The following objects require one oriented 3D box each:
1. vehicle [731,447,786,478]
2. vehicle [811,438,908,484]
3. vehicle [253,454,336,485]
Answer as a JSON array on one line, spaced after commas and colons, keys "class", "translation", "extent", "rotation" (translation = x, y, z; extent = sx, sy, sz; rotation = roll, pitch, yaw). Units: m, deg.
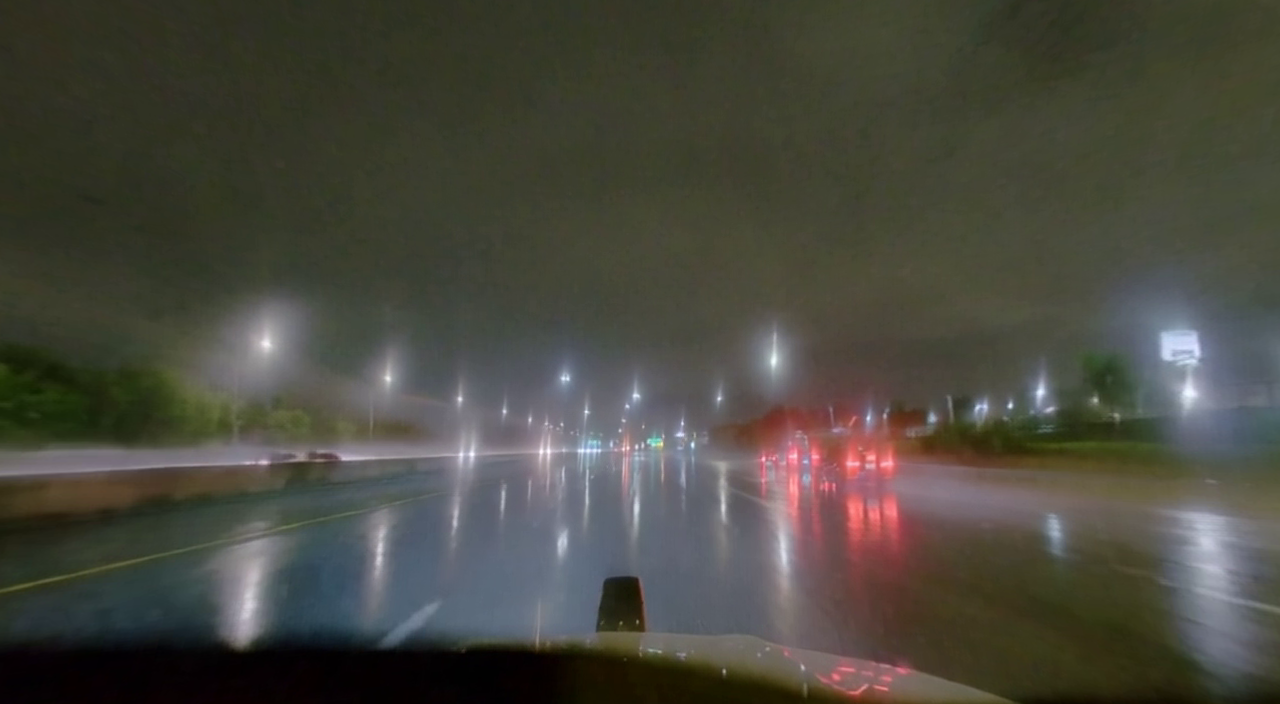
[{"class": "vehicle", "translation": [6.397, 6.000, 34.418], "extent": [2.053, 1.553, 4.463], "rotation": [0, -9, -1]}, {"class": "vehicle", "translation": [10.055, 5.062, 29.491], "extent": [2.387, 1.936, 5.646], "rotation": [0, -9, -1]}, {"class": "vehicle", "translation": [-17.929, 6.096, 32.910], "extent": [1.885, 1.491, 4.302], "rotation": [0, -9, 0]}]
